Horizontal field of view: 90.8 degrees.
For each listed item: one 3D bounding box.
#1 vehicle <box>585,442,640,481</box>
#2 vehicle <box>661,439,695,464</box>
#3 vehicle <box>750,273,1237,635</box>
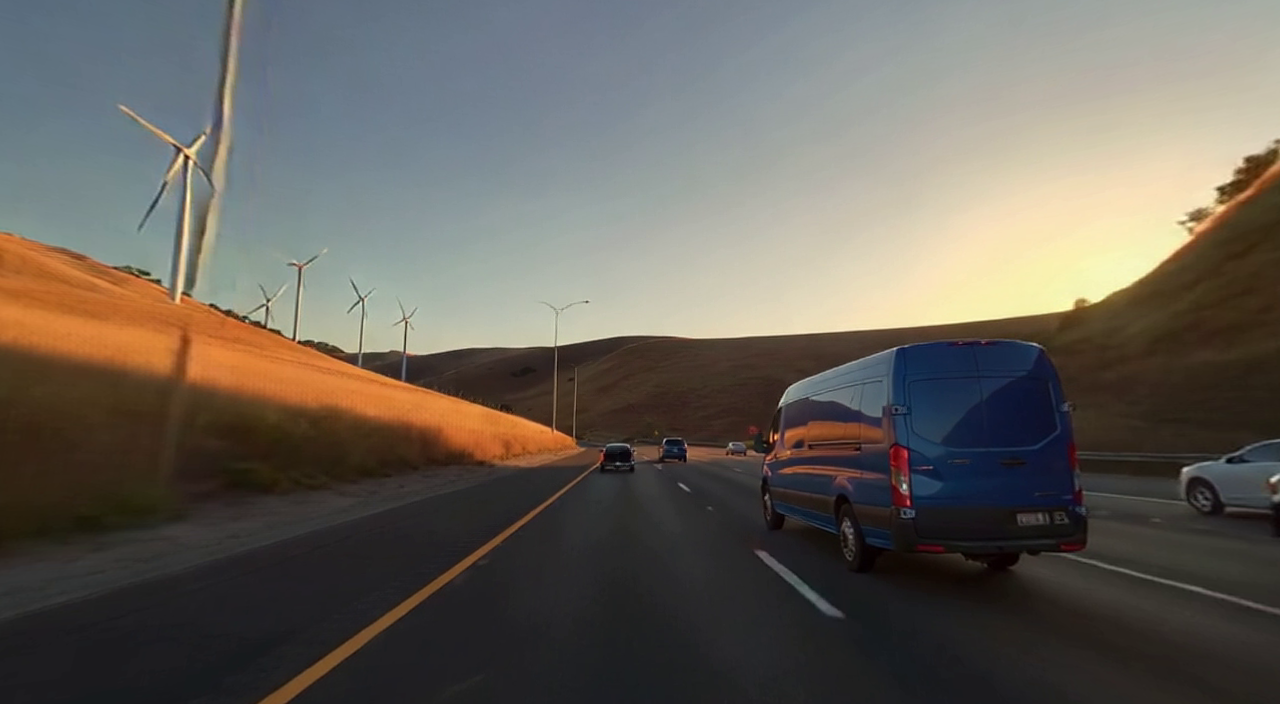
[{"bbox_3d":[-1.071,4.417,25.820,2.082,1.445,3.826,0,-8,-1],"label":"vehicle"},{"bbox_3d":[2.673,7.185,45.612,2.108,1.717,3.996,0,-9,-2],"label":"vehicle"},{"bbox_3d":[3.026,1.125,7.500,2.365,2.630,5.754,0,-9,0],"label":"vehicle"}]
